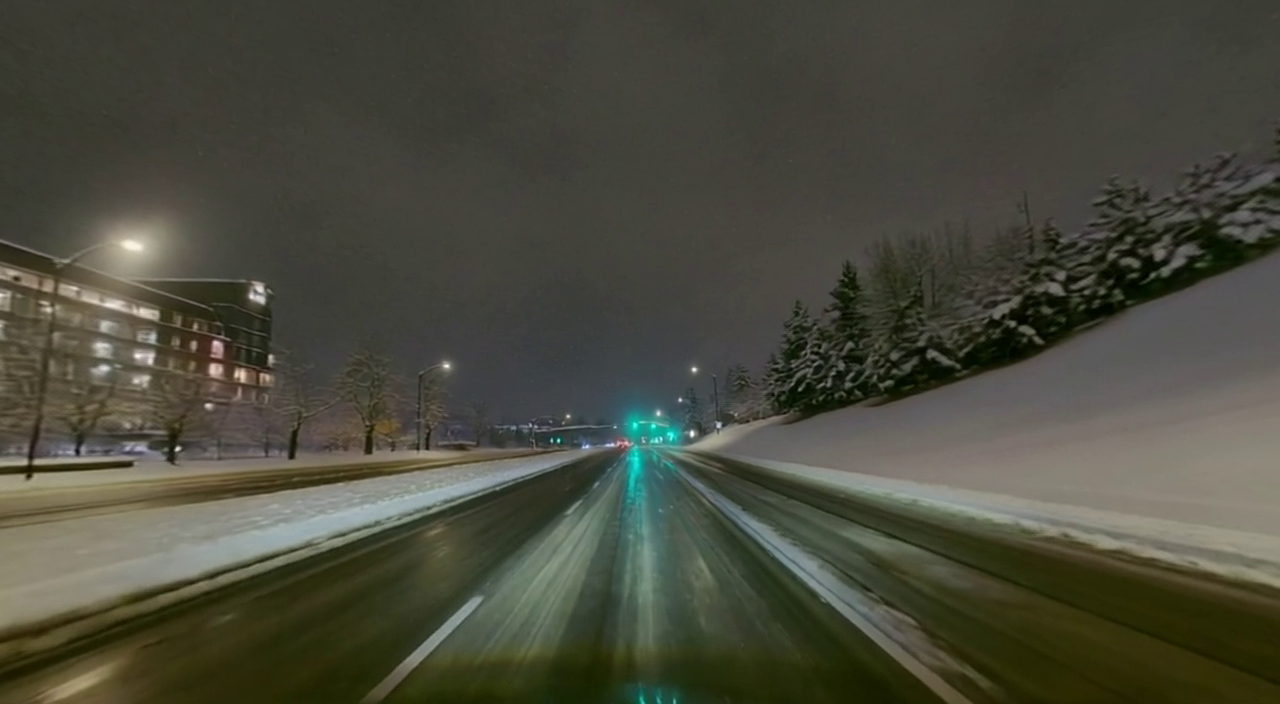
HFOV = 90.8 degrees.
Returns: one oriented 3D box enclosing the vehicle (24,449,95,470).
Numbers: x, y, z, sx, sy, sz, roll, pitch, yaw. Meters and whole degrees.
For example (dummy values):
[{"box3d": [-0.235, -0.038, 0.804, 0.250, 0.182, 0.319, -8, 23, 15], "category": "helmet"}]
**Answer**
[{"box3d": [-44.353, 8.218, 48.323, 3.709, 1.517, 1.833, -1, -9, 4], "category": "vehicle"}]
